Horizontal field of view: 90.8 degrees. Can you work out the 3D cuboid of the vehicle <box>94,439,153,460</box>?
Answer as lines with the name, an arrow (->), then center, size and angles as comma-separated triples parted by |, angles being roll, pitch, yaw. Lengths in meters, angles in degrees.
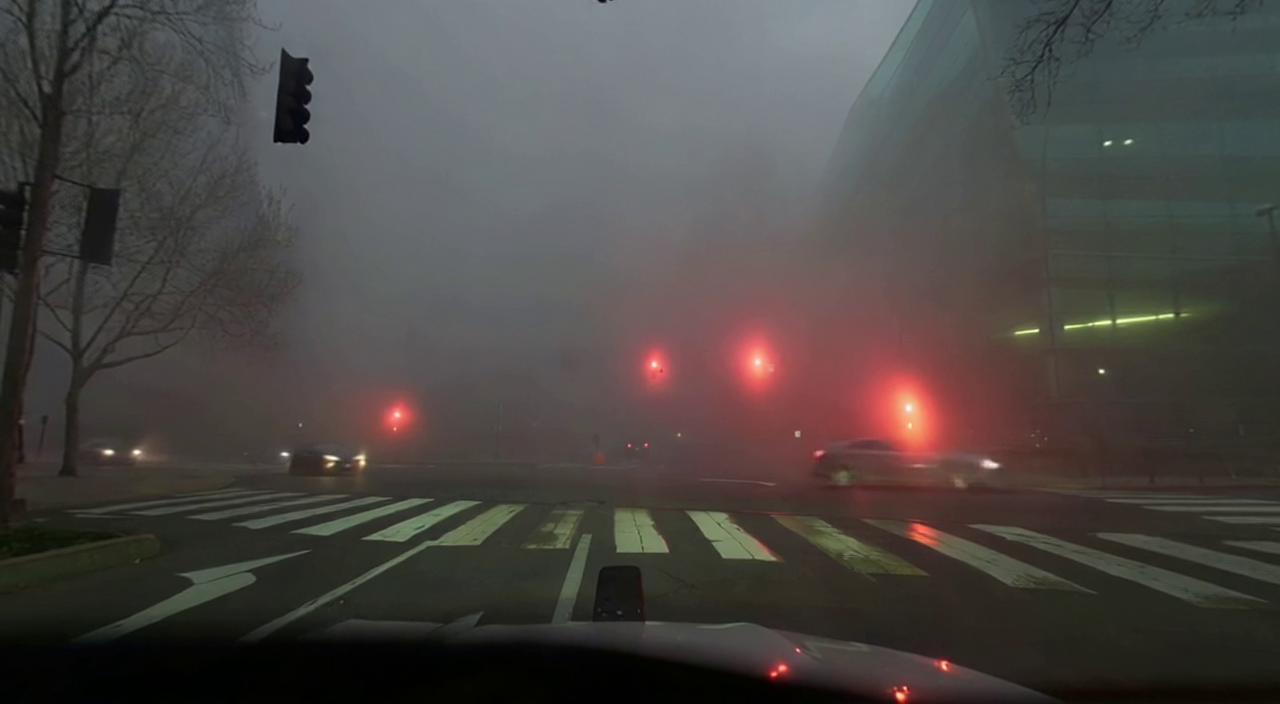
vehicle -> -39.931, 7.544, 48.843 | 4.110, 1.511, 1.883 | -4, -10, 27

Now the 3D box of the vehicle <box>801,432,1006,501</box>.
vehicle -> 7.054, 3.036, 17.186 | 4.698, 1.609, 1.975 | -7, -11, 37

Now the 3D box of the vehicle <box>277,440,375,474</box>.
vehicle -> -14.551, 4.811, 29.182 | 4.798, 1.461, 1.939 | -6, -10, 35
